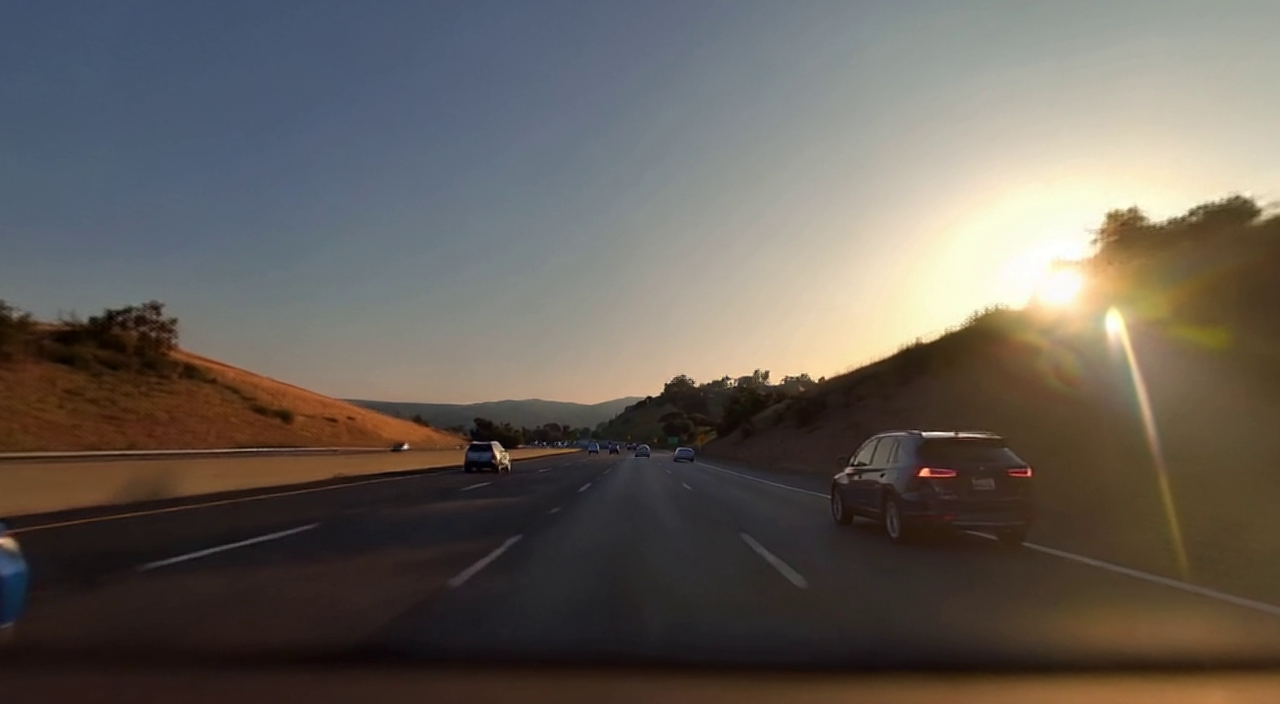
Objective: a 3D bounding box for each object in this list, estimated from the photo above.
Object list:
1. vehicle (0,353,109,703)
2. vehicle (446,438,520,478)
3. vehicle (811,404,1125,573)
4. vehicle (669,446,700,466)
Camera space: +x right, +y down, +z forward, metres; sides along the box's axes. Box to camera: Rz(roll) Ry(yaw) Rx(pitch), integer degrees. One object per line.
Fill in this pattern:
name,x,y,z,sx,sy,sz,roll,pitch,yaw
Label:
vehicle,-3.942,0.624,1.005,2.214,1.743,4.465,0,-9,1
vehicle,-7.146,4.864,29.173,2.095,1.696,4.680,-1,-9,2
vehicle,4.299,1.868,9.430,2.153,1.860,4.689,0,-9,0
vehicle,3.465,8.156,49.514,2.038,1.497,4.167,0,-9,-1
